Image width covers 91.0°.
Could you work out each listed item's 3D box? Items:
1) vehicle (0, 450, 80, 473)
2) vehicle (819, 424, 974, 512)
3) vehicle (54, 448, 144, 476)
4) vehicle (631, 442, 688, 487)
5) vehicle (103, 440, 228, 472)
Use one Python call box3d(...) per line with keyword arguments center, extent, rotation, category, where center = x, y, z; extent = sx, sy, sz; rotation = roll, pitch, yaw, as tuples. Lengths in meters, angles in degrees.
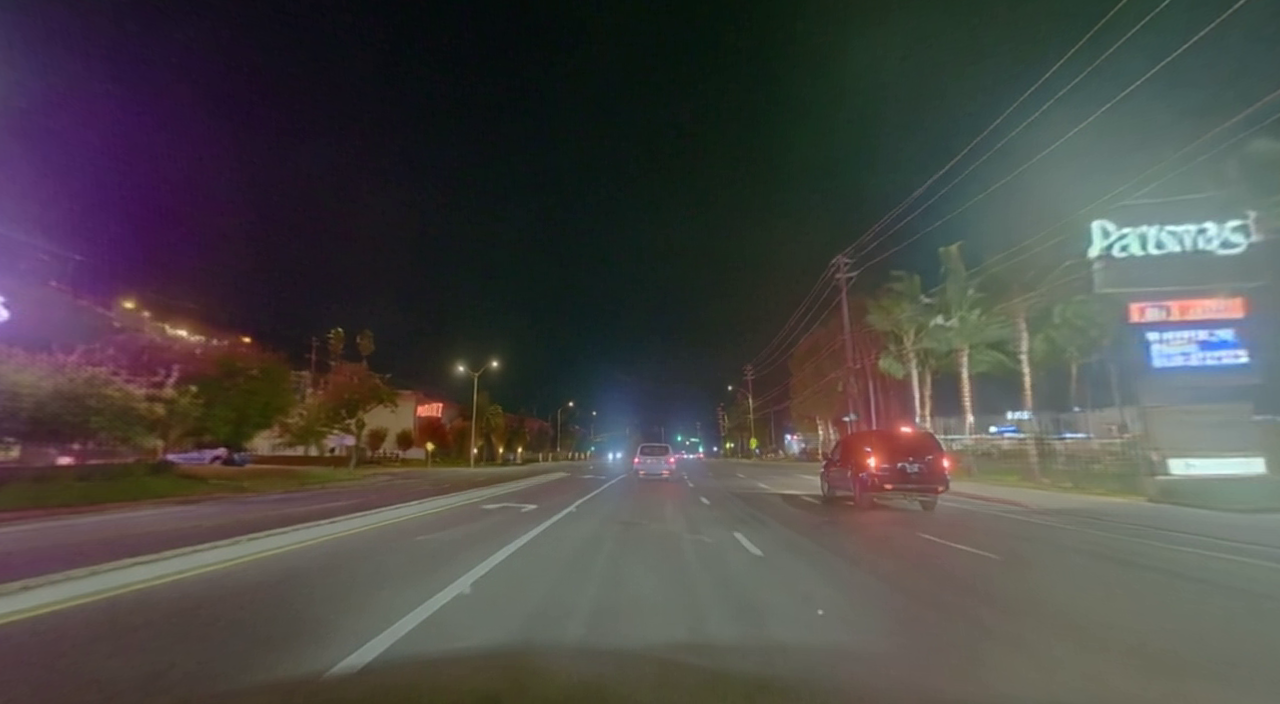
box3d(center=(-42.654, 7.733, 44.618), extent=(1.778, 1.486, 4.139), rotation=(-1, -9, 9), category="vehicle")
box3d(center=(6.356, 2.926, 16.286), extent=(2.107, 1.928, 4.471), rotation=(0, -9, 0), category="vehicle")
box3d(center=(-37.120, 7.527, 43.382), extent=(1.861, 1.516, 4.647), rotation=(-4, -7, 6), category="vehicle")
box3d(center=(0.795, 4.585, 25.894), extent=(2.138, 1.672, 4.168), rotation=(0, -9, 2), category="vehicle")
box3d(center=(-24.118, 5.286, 32.123), extent=(4.942, 1.557, 2.032), rotation=(-1, -9, 7), category="vehicle")
